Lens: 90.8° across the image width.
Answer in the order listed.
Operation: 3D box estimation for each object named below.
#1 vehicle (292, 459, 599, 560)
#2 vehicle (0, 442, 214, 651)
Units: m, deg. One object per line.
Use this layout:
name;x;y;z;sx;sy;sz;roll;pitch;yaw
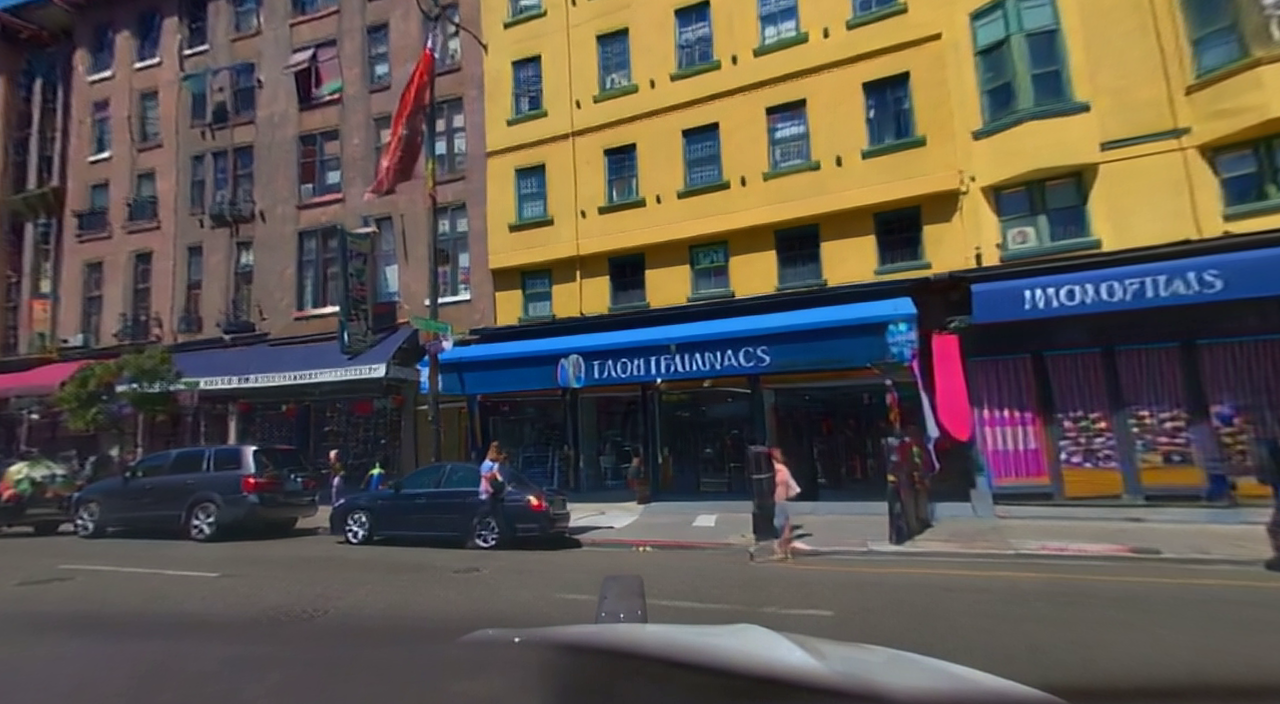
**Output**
vehicle;-3.305;2.610;10.986;4.830;1.421;1.826;-3;-9;16
vehicle;-6.379;1.560;5.705;4.330;1.458;1.932;-3;-9;20
